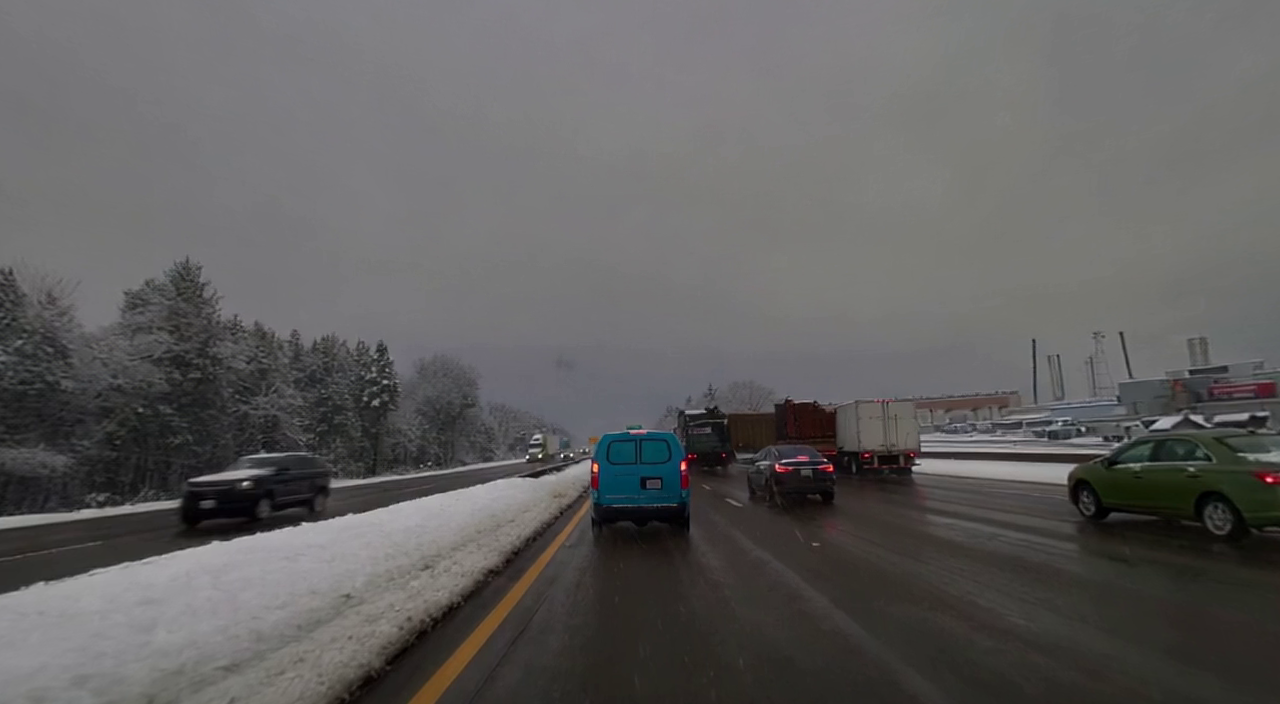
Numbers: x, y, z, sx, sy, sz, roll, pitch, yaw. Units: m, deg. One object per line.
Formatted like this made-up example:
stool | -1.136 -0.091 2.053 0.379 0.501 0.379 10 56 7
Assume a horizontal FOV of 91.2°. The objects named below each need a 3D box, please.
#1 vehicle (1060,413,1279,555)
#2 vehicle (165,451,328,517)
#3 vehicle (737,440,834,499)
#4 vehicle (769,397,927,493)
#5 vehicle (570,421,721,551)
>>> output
vehicle | 8.496 1.790 8.930 1.913 1.652 4.384 0 -9 0
vehicle | -11.898 3.977 19.398 2.218 1.749 4.315 0 -9 0
vehicle | 4.132 3.387 18.444 1.859 1.512 3.711 0 -9 -1
vehicle | 8.059 3.900 26.314 2.799 3.188 10.578 0 -9 -1
vehicle | 0.051 2.020 9.977 1.965 1.664 3.428 0 -9 -1
